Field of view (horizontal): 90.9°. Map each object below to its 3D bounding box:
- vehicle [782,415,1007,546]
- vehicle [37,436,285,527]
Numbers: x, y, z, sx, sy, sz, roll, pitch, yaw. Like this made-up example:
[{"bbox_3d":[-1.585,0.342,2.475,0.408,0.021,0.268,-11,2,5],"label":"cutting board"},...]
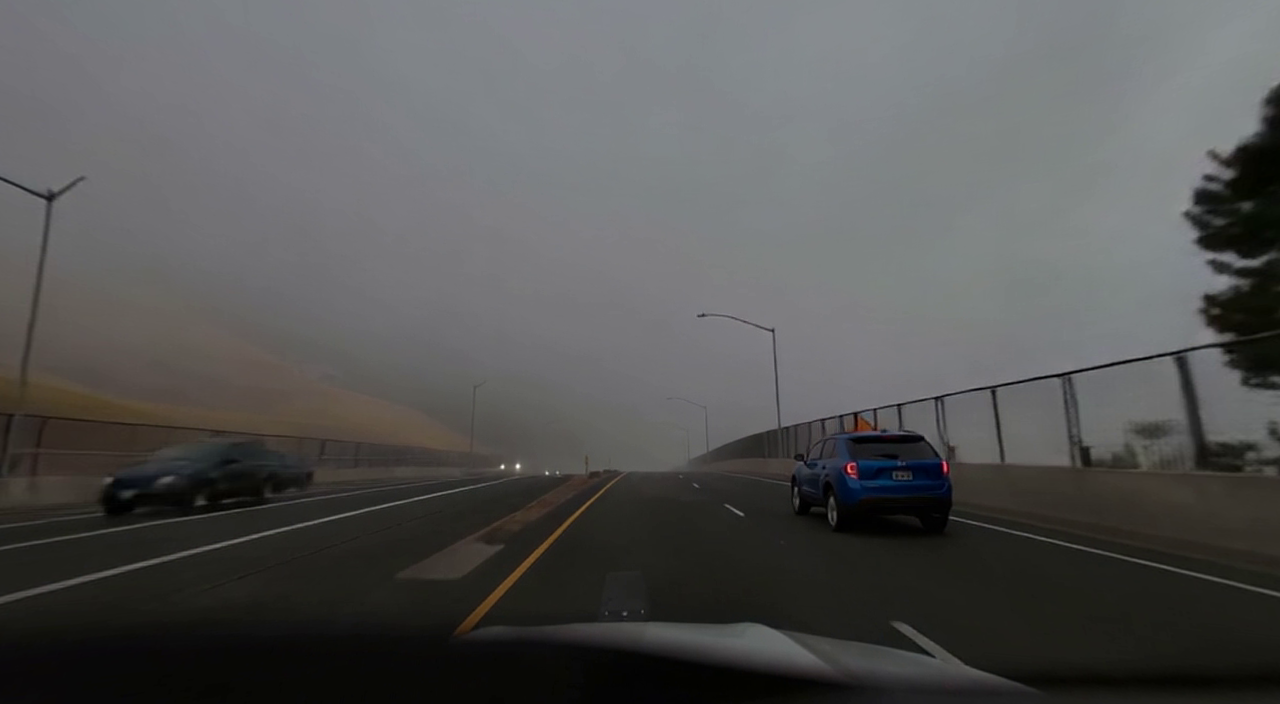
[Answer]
[{"bbox_3d":[3.921,2.045,10.703,1.989,1.730,4.324,0,-8,0],"label":"vehicle"},{"bbox_3d":[-10.747,2.888,14.762,2.144,1.762,4.604,0,-8,1],"label":"vehicle"}]
